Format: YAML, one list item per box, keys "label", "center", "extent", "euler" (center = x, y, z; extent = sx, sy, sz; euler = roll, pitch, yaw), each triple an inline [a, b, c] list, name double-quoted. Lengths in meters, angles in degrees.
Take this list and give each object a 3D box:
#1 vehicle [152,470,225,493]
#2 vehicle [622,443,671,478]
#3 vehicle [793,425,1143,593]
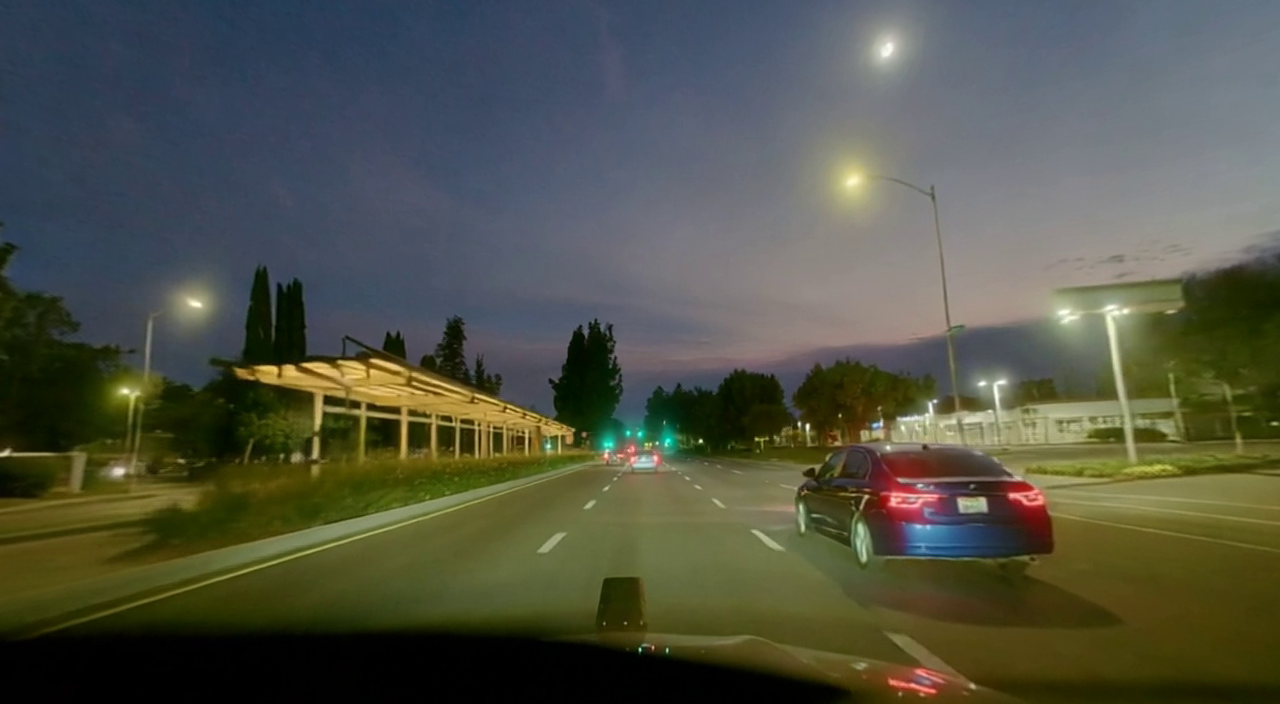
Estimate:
- label: "vehicle"
  center: [-31.864, 9.097, 44.464]
  extent: [4.557, 1.468, 1.938]
  euler: [-4, -9, 23]
- label: "vehicle"
  center: [0.286, 5.089, 29.938]
  extent: [2.144, 1.505, 4.128]
  euler: [0, -9, 0]
- label: "vehicle"
  center: [3.512, 1.750, 7.943]
  extent: [2.067, 1.497, 4.327]
  euler: [0, -9, 0]
